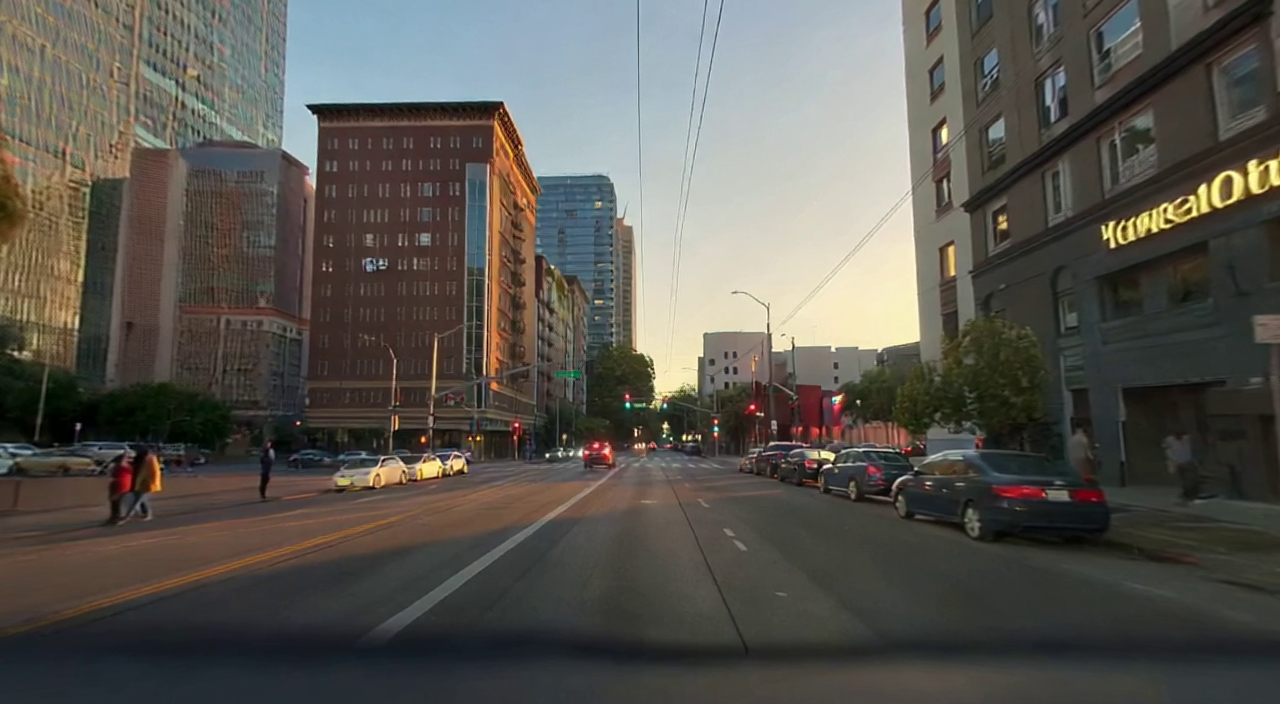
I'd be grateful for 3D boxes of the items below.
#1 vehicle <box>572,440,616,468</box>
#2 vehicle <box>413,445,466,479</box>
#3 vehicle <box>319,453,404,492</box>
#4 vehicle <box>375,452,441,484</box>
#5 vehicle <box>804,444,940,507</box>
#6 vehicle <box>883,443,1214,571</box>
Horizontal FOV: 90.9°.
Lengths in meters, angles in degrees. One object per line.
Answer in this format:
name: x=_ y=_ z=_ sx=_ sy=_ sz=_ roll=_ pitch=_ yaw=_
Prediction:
vehicle: x=-2.536 y=5.758 z=35.779 sx=2.014 sy=1.480 sz=4.780 roll=0 pitch=-8 yaw=2
vehicle: x=-11.992 y=6.571 z=37.940 sx=1.890 sy=1.781 sz=4.331 roll=-4 pitch=-8 yaw=-2
vehicle: x=-12.023 y=5.203 z=27.519 sx=1.845 sy=1.493 sz=4.107 roll=0 pitch=-8 yaw=-1
vehicle: x=-11.964 y=5.975 z=32.773 sx=1.808 sy=1.475 sz=4.550 roll=0 pitch=-8 yaw=-2
vehicle: x=5.998 y=3.217 z=17.005 sx=1.967 sy=1.460 sz=4.558 roll=0 pitch=-8 yaw=1
vehicle: x=5.845 y=2.213 z=10.011 sx=1.994 sy=1.511 sz=4.788 roll=0 pitch=-8 yaw=-1
